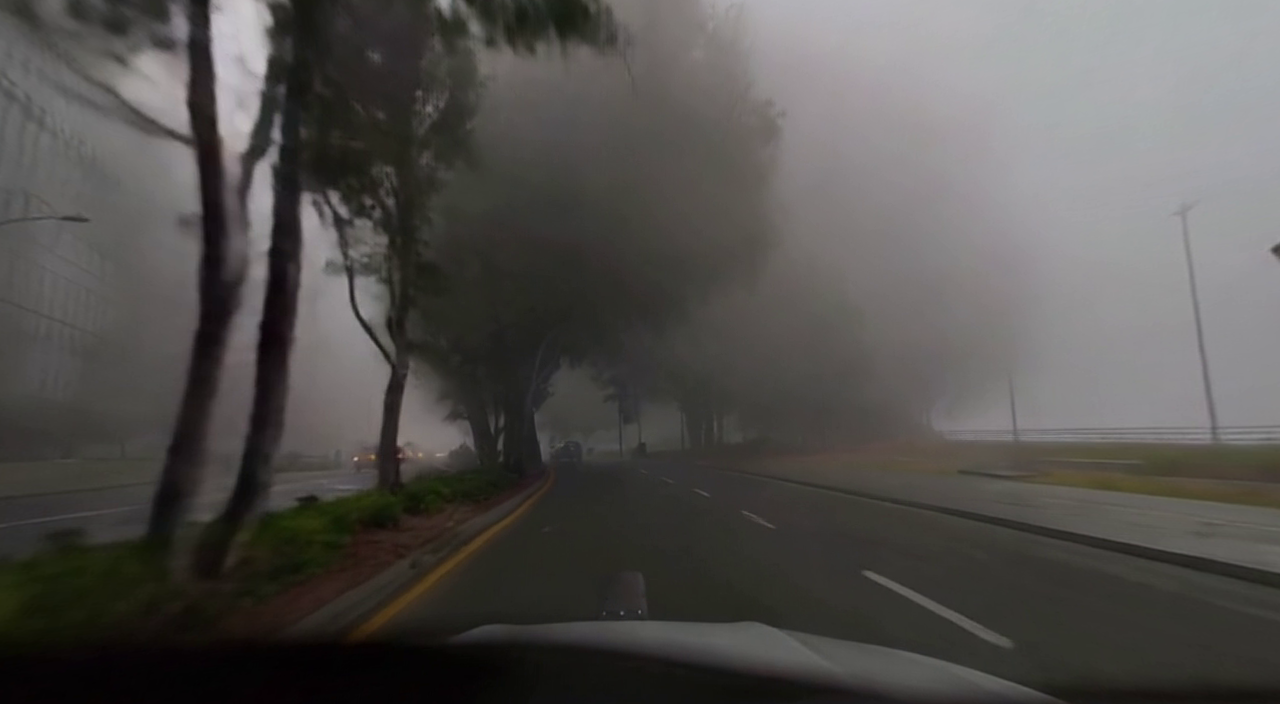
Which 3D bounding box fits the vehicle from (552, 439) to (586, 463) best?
[{"bbox_3d":[-5.660,7.793,49.885,2.129,1.816,4.851,2,-8,-13],"label":"vehicle"}]
